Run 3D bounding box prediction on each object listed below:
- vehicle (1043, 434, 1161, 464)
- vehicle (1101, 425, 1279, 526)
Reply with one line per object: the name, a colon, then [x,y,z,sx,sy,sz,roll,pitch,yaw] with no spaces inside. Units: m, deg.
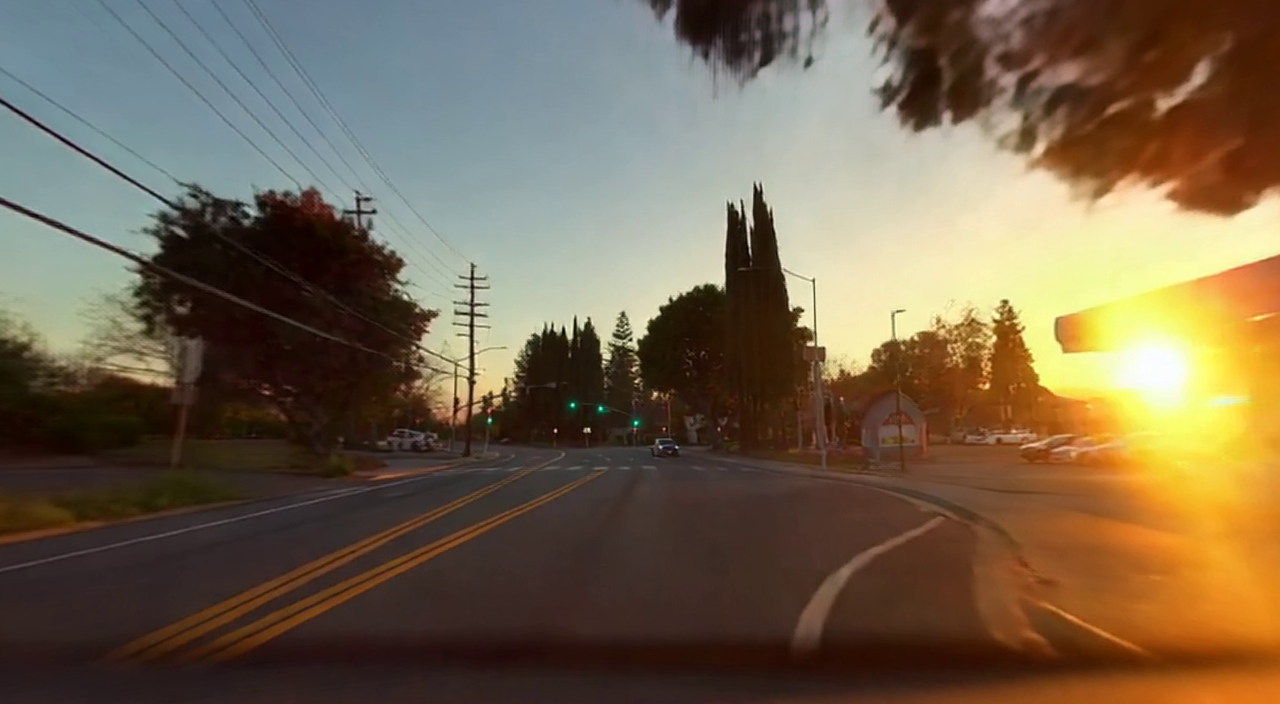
vehicle: [23.767,4.994,32.372,4.661,1.476,1.943,1,-8,-5]
vehicle: [11.093,2.154,11.140,4.311,1.639,1.862,-4,-9,25]
